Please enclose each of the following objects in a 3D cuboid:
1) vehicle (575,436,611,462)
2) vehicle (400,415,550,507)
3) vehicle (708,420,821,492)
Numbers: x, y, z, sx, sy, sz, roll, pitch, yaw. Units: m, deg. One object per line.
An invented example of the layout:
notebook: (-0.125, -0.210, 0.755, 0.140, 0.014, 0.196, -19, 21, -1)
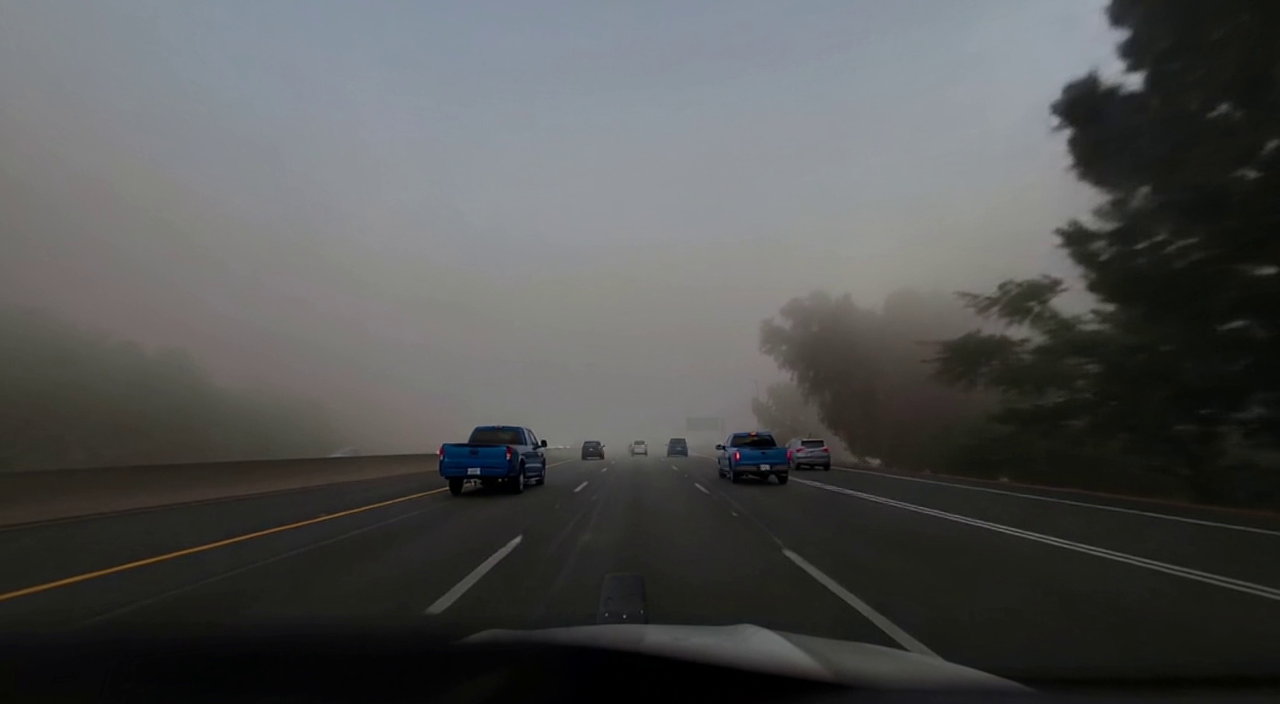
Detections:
vehicle: (-3.384, 7.059, 46.099, 2.235, 1.785, 4.386, 0, -8, 1)
vehicle: (-3.762, 2.586, 15.595, 2.227, 1.853, 5.161, 0, -8, 1)
vehicle: (3.745, 3.272, 20.297, 2.424, 1.952, 5.611, 1, -8, -1)
